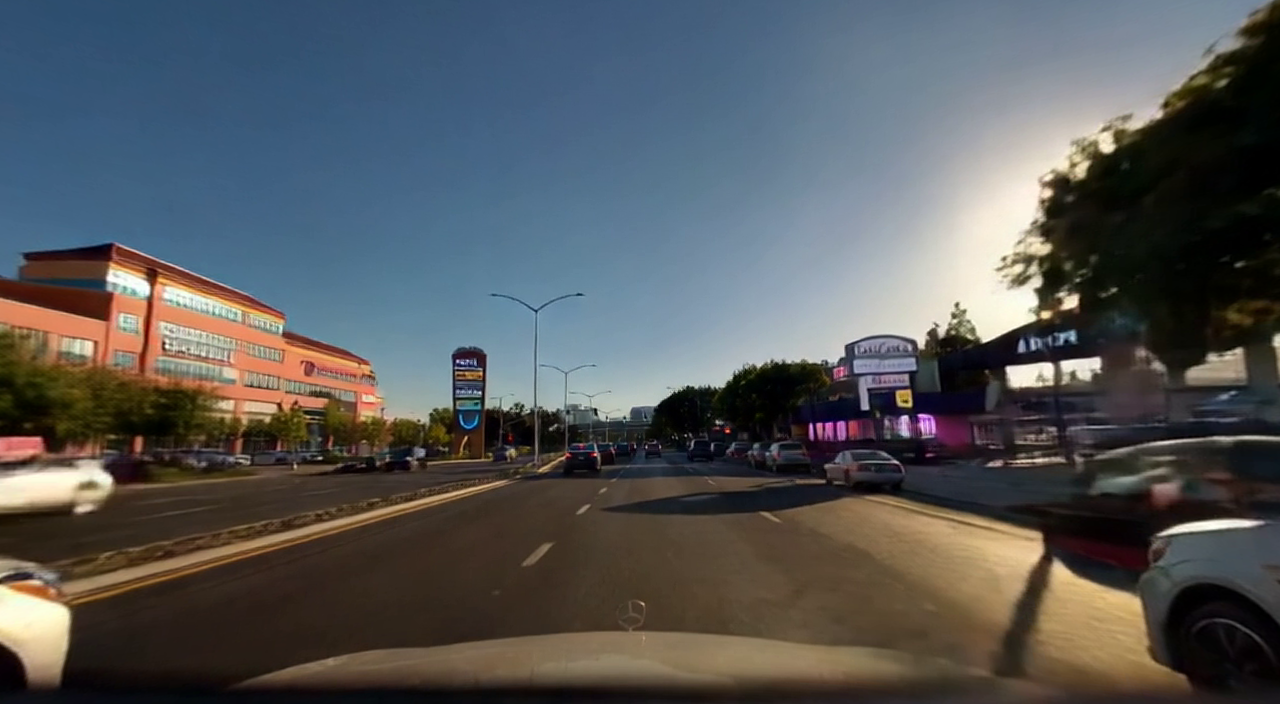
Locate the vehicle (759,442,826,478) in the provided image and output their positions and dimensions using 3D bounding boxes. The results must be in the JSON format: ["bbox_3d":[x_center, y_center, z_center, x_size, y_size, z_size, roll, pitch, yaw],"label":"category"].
[{"bbox_3d":[7.446,5.316,31.331,1.918,1.598,4.536,0,-8,-4],"label":"vehicle"}]

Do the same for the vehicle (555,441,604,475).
[{"bbox_3d":[-2.848,5.076,30.545,1.917,1.511,4.436,0,-8,0],"label":"vehicle"}]

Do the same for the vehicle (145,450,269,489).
[{"bbox_3d":[-18.001,4.879,26.545,1.919,1.460,4.572,0,-8,1],"label":"vehicle"}]

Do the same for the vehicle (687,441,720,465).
[{"bbox_3d":[4.659,7.439,46.727,2.007,1.683,4.171,0,-8,-1],"label":"vehicle"}]

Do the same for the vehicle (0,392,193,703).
[{"bbox_3d":[-3.357,0.678,0.688,2.155,1.504,4.776,0,-8,1],"label":"vehicle"}]

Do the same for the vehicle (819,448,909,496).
[{"bbox_3d":[7.414,3.956,21.228,1.654,1.440,3.647,0,-8,0],"label":"vehicle"}]

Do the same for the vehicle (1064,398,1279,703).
[{"bbox_3d":[3.393,0.760,1.247,1.981,1.499,4.536,0,-8,1],"label":"vehicle"}]
